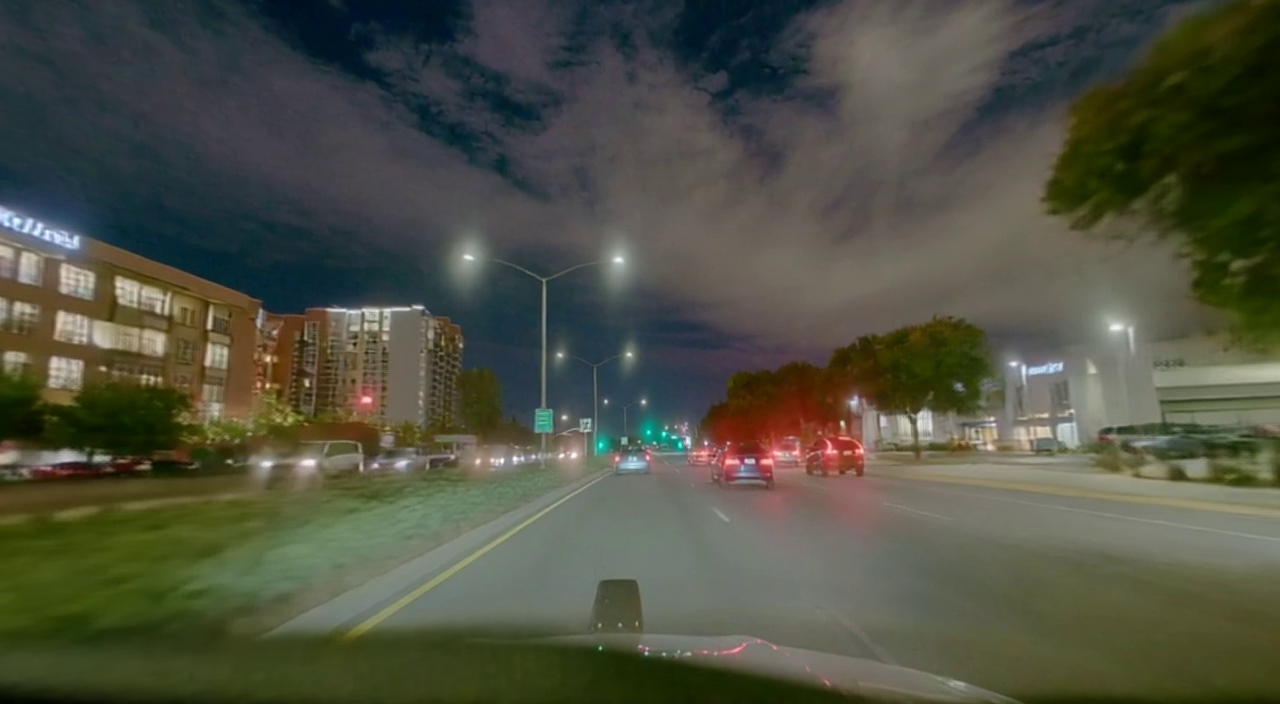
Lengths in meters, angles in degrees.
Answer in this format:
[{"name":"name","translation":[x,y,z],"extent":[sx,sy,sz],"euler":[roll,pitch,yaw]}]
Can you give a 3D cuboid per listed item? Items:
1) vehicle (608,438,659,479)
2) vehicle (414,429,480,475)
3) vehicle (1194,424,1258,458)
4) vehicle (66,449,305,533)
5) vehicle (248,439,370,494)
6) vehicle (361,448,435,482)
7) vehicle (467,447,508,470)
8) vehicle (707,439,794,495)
[{"name":"vehicle","translation":[-0.249,4.713,28.174],"extent":[2.101,1.694,3.979],"euler":[-1,-9,1]},{"name":"vehicle","translation":[-12.005,6.249,39.730],"extent":[2.263,2.542,5.913],"euler":[-2,-8,0]},{"name":"vehicle","translation":[35.759,5.425,38.492],"extent":[5.424,1.947,2.071],"euler":[7,-11,-41]},{"name":"vehicle","translation":[-9.222,2.801,13.424],"extent":[1.850,1.447,4.436],"euler":[0,-9,-1]},{"name":"vehicle","translation":[-12.328,4.271,23.987],"extent":[2.021,1.817,4.740],"euler":[-1,-9,1]},{"name":"vehicle","translation":[-11.968,5.594,31.624],"extent":[1.923,1.502,4.422],"euler":[-1,-9,0]},{"name":"vehicle","translation":[-11.463,8.025,47.820],"extent":[2.048,1.470,4.514],"euler":[-2,-8,-1]},{"name":"vehicle","translation":[3.198,3.410,19.094],"extent":[1.852,1.498,3.825],"euler":[0,-9,-1]}]
